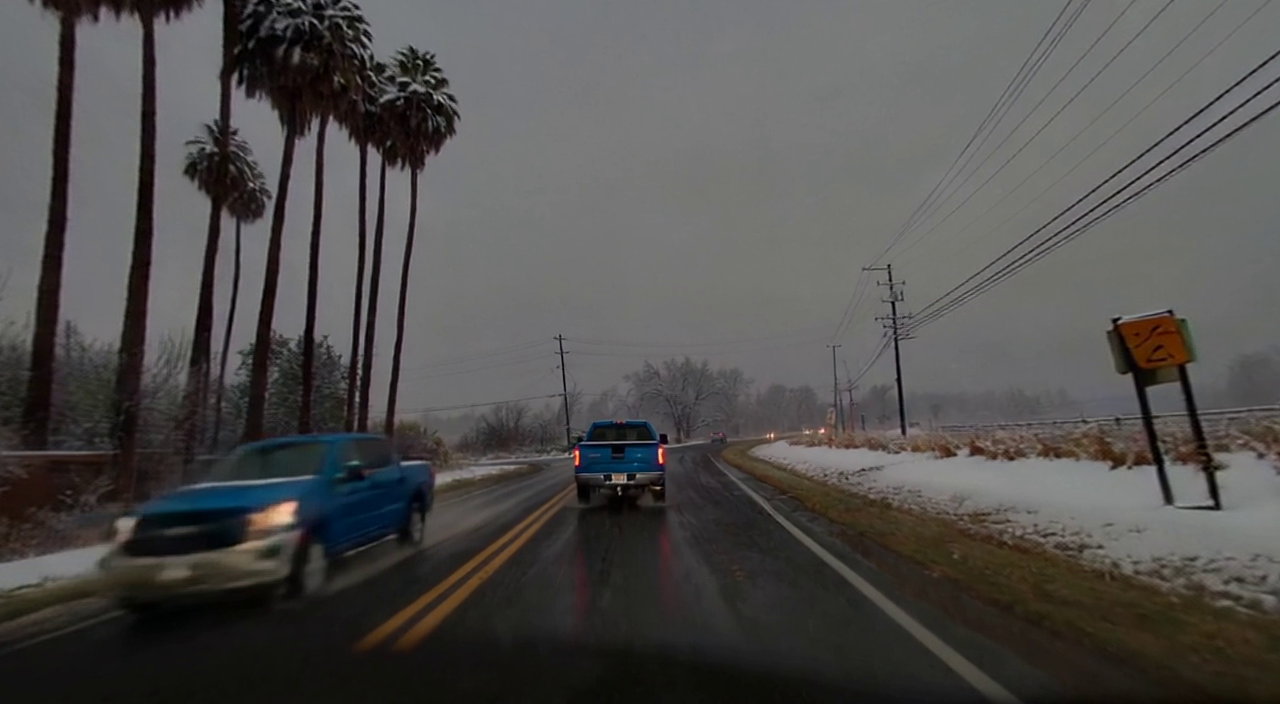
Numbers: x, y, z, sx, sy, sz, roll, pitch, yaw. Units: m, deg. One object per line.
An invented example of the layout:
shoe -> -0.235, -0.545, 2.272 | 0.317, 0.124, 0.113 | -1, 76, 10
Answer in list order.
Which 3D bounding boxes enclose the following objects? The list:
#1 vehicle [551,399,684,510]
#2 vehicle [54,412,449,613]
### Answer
vehicle -> -0.505, 2.521, 15.860 | 2.693, 2.223, 5.885 | 0, -8, -1
vehicle -> -4.331, 1.844, 8.345 | 2.128, 1.834, 4.877 | 0, -8, -1
